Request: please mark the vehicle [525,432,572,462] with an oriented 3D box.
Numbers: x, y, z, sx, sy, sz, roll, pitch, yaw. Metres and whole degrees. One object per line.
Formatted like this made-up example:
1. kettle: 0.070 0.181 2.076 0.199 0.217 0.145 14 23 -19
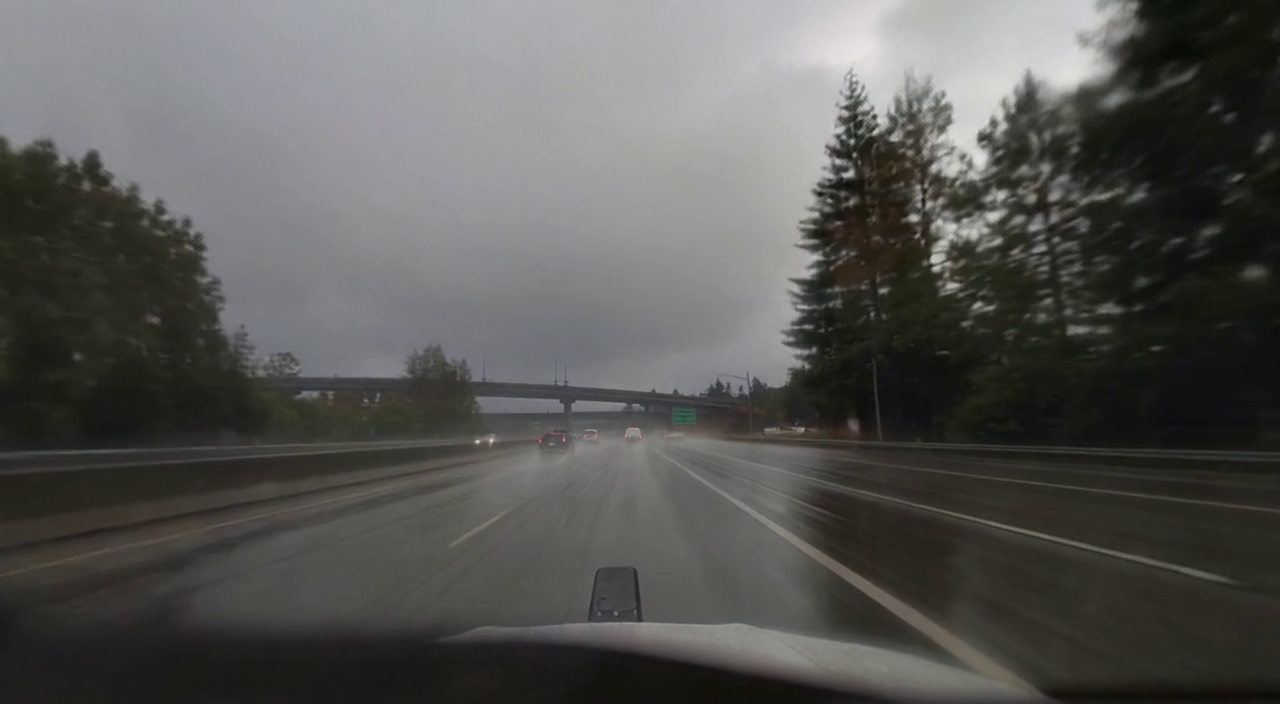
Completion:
1. vehicle: -4.828 5.073 33.879 1.933 1.473 4.023 0 -8 0
